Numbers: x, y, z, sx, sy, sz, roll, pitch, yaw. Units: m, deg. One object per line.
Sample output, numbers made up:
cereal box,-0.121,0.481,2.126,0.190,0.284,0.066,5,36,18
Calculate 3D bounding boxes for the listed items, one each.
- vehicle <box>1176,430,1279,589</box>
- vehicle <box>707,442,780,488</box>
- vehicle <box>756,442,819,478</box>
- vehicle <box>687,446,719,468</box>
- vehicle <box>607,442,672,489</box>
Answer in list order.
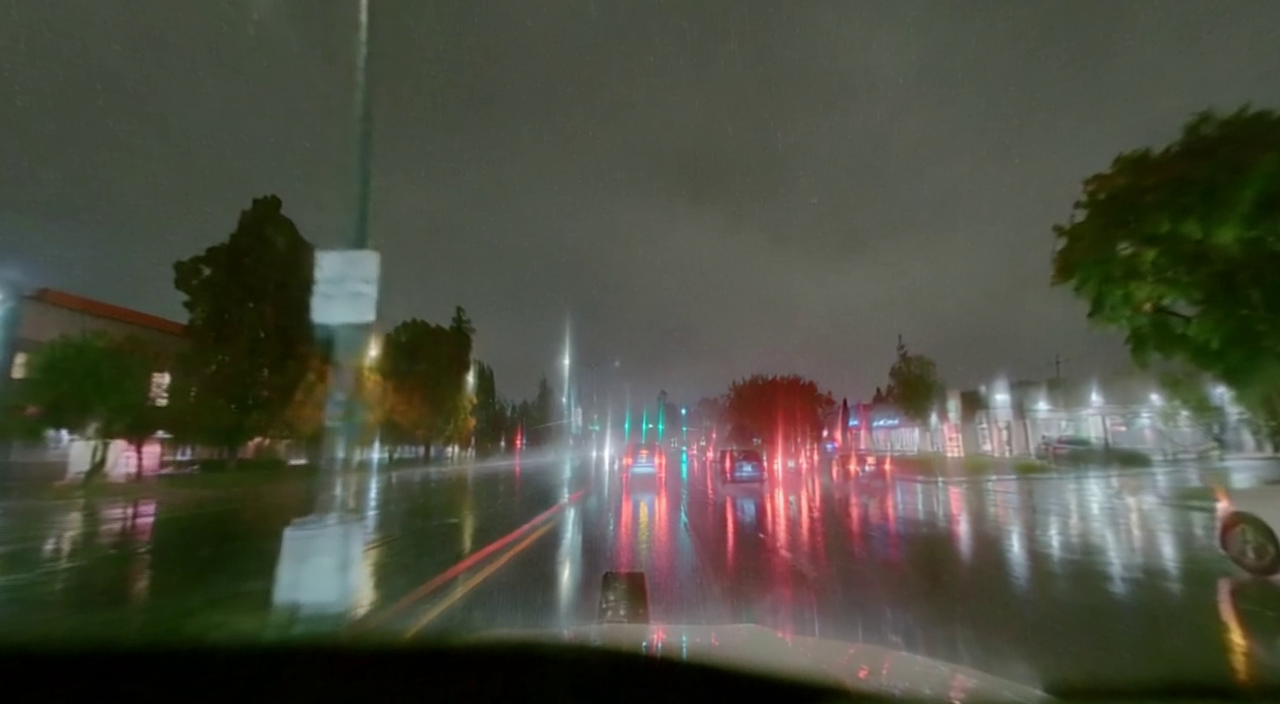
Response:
vehicle,7.114,1.356,4.984,1.892,1.515,4.400,0,-8,1
vehicle,3.727,4.139,23.504,1.988,1.528,4.144,0,-8,0
vehicle,7.374,5.408,31.922,2.044,1.701,4.397,0,-8,-1
vehicle,4.410,7.459,44.903,1.862,1.457,4.204,0,-8,0
vehicle,-0.009,3.951,22.260,2.096,1.473,3.893,0,-8,0
